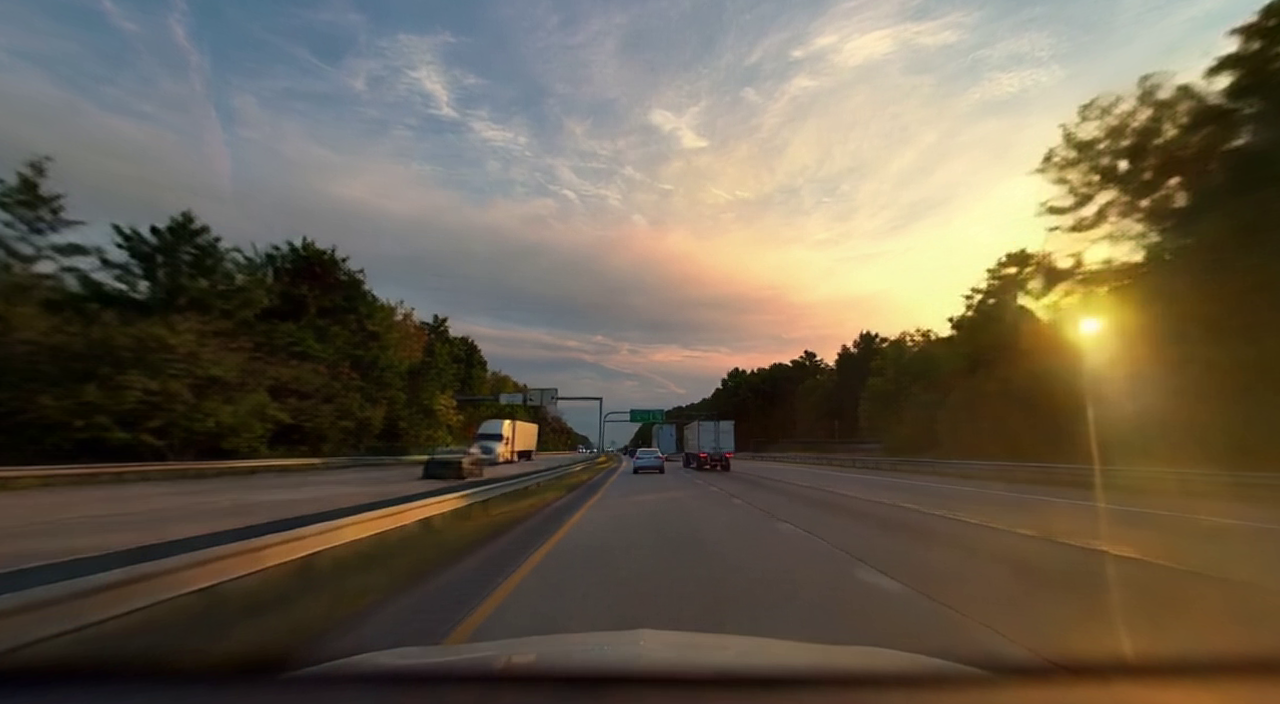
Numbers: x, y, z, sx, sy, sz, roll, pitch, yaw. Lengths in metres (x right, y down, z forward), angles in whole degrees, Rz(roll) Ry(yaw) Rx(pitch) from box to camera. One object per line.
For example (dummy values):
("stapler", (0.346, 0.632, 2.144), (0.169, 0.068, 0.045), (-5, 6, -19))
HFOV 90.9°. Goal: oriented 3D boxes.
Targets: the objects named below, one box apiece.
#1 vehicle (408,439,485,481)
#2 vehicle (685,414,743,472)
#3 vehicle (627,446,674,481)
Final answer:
("vehicle", (-8.480, 4.759, 28.060), (2.044, 1.696, 4.248), (0, -9, 0))
("vehicle", (4.500, 5.755, 39.794), (2.600, 3.282, 7.635), (0, -9, -1))
("vehicle", (0.449, 5.193, 29.746), (2.069, 1.523, 4.012), (0, -9, -1))
